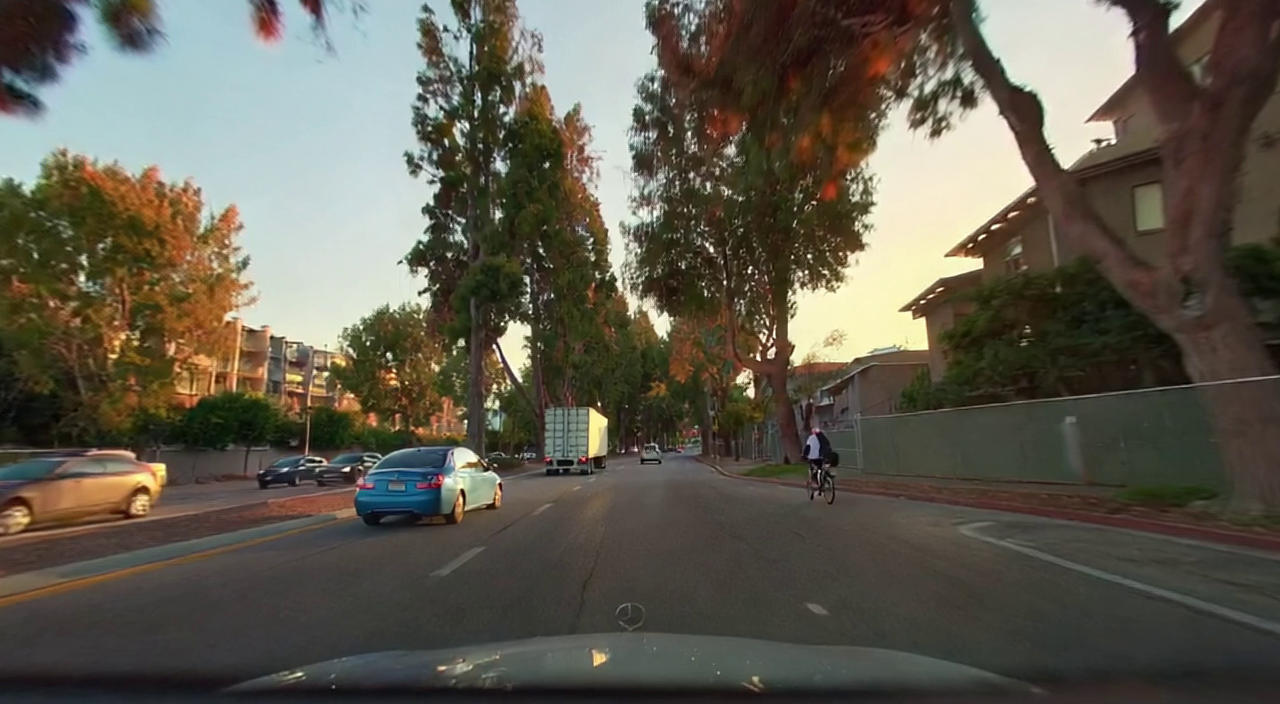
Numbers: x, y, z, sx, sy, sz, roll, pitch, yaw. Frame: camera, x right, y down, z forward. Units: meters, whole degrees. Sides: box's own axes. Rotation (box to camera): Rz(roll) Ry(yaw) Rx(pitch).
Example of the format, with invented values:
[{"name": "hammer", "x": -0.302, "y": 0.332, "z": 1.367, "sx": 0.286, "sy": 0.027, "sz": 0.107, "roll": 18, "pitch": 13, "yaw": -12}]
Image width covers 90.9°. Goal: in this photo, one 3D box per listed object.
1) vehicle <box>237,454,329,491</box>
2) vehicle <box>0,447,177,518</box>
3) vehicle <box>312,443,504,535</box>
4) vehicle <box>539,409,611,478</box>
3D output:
[{"name": "vehicle", "x": -18.622, "y": 6.261, "z": 33.201, "sx": 2.004, "sy": 1.704, "sz": 4.876, "roll": 0, "pitch": -9, "yaw": 0}, {"name": "vehicle", "x": -18.555, "y": 4.138, "z": 20.811, "sx": 2.091, "sy": 1.968, "sz": 5.809, "roll": 0, "pitch": -9, "yaw": 0}, {"name": "vehicle", "x": -4.205, "y": 2.535, "z": 12.351, "sx": 2.005, "sy": 1.462, "sz": 4.345, "roll": -1, "pitch": -9, "yaw": 2}, {"name": "vehicle", "x": -3.324, "y": 5.034, "z": 34.640, "sx": 2.746, "sy": 3.276, "sz": 8.572, "roll": -1, "pitch": -9, "yaw": 2}]
